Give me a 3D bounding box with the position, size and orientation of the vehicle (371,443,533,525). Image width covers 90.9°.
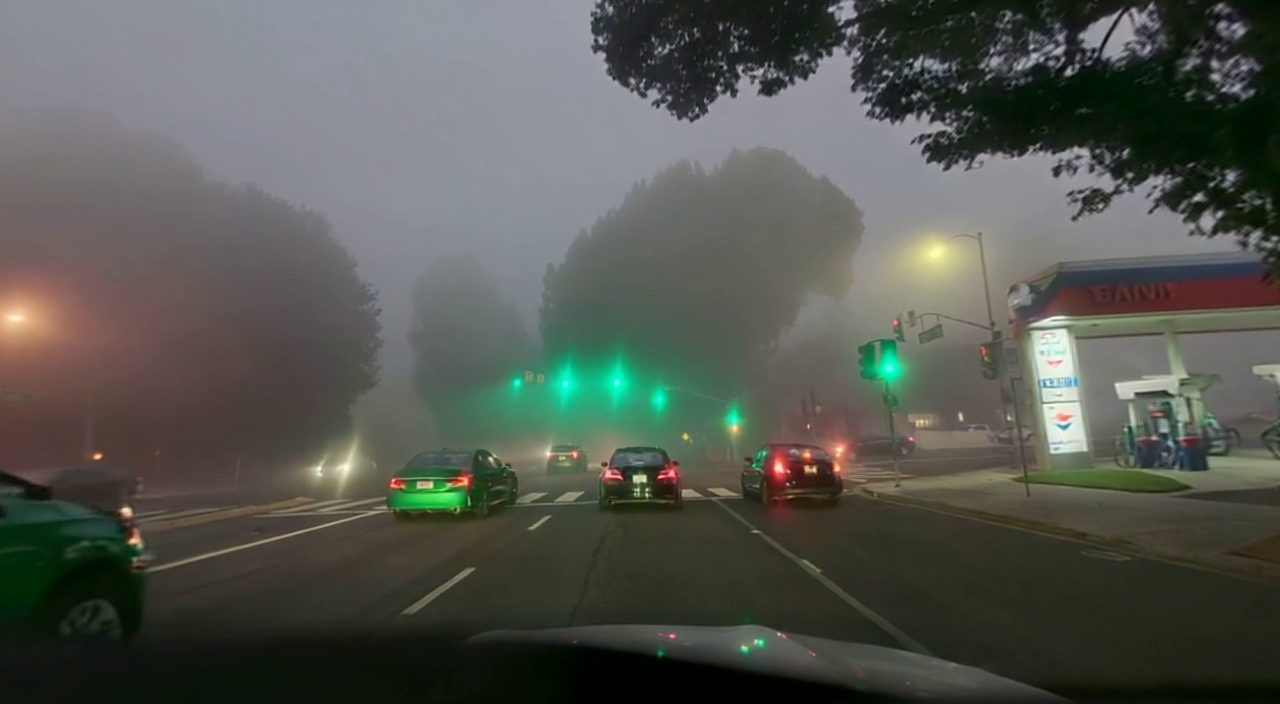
[{"bbox_3d":[-3.753,2.691,13.558,1.995,1.436,4.500,-1,-8,1],"label":"vehicle"}]

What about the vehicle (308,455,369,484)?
[{"bbox_3d":[-18.621,7.258,39.128,1.849,1.587,3.812,-1,-8,1],"label":"vehicle"}]

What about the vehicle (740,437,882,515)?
[{"bbox_3d":[3.642,2.714,14.384,1.920,1.479,4.548,0,-8,-1],"label":"vehicle"}]

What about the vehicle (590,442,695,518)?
[{"bbox_3d":[0.024,2.742,14.037,1.994,1.433,3.894,0,-8,-1],"label":"vehicle"}]

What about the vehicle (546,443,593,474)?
[{"bbox_3d":[-3.719,5.694,33.910,1.896,1.501,4.390,-1,-8,2],"label":"vehicle"}]

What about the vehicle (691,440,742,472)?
[{"bbox_3d":[3.801,5.249,32.099,1.942,1.482,4.623,0,-8,-1],"label":"vehicle"}]

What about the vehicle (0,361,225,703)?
[{"bbox_3d":[-3.633,0.728,1.469,2.023,1.687,4.874,0,-8,0],"label":"vehicle"}]
